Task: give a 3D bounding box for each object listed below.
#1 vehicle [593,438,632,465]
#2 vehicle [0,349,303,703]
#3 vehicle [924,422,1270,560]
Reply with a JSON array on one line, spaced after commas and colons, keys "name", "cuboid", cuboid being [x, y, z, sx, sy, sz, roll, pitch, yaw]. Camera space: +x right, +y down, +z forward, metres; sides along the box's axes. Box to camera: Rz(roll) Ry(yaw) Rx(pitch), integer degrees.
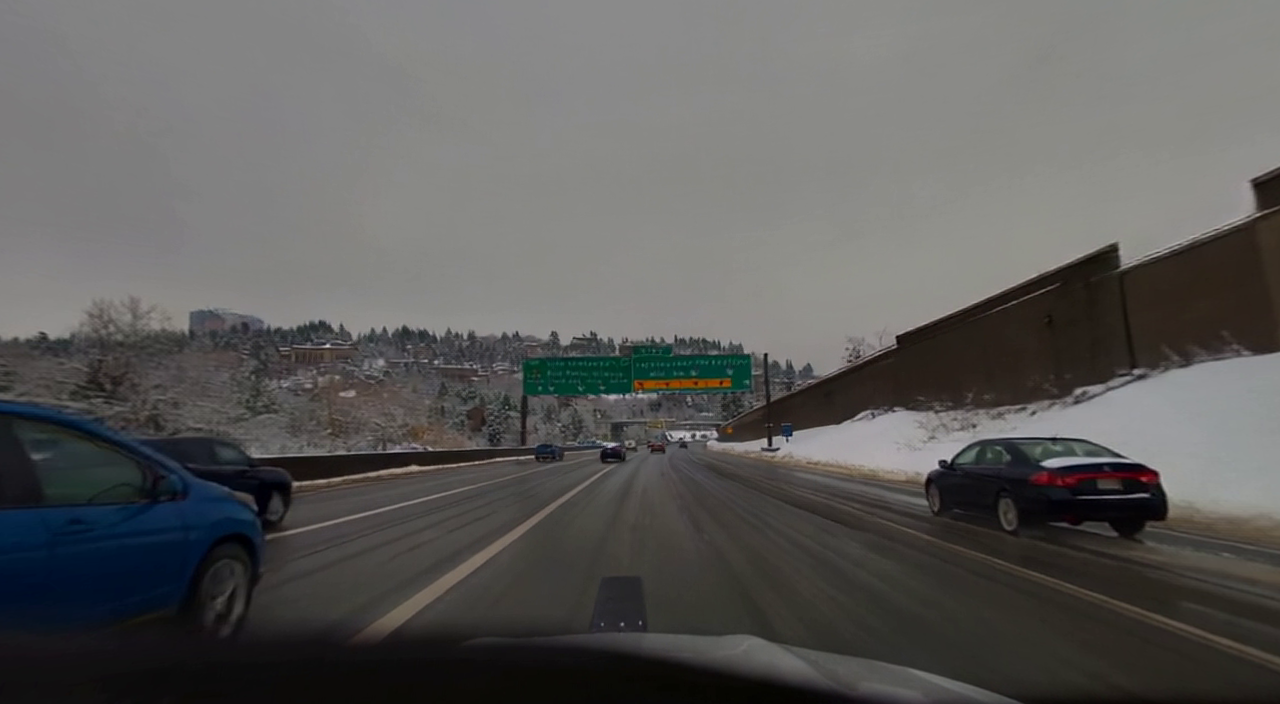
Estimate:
[{"name": "vehicle", "cuboid": [-1.964, 7.309, 46.409, 2.172, 1.824, 5.031, -1, -8, 5]}, {"name": "vehicle", "cuboid": [-3.940, 0.834, 2.585, 2.210, 1.730, 5.133, 0, -8, 1]}, {"name": "vehicle", "cuboid": [6.541, 2.011, 9.921, 2.122, 1.646, 4.491, 0, -8, 1]}]
